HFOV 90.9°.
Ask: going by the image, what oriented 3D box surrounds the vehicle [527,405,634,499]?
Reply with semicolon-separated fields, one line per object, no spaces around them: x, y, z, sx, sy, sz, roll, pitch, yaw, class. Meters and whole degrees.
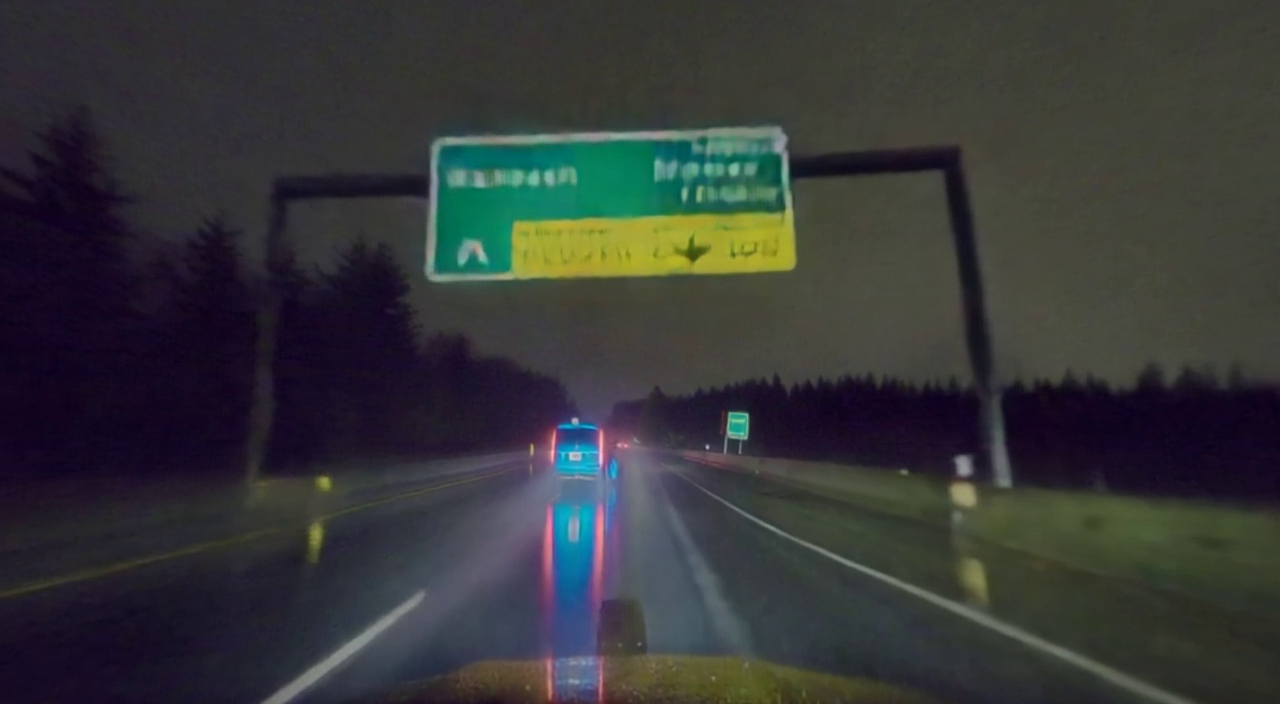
-1.394;2.666;17.053;2.248;2.154;4.892;0;-8;2;vehicle
